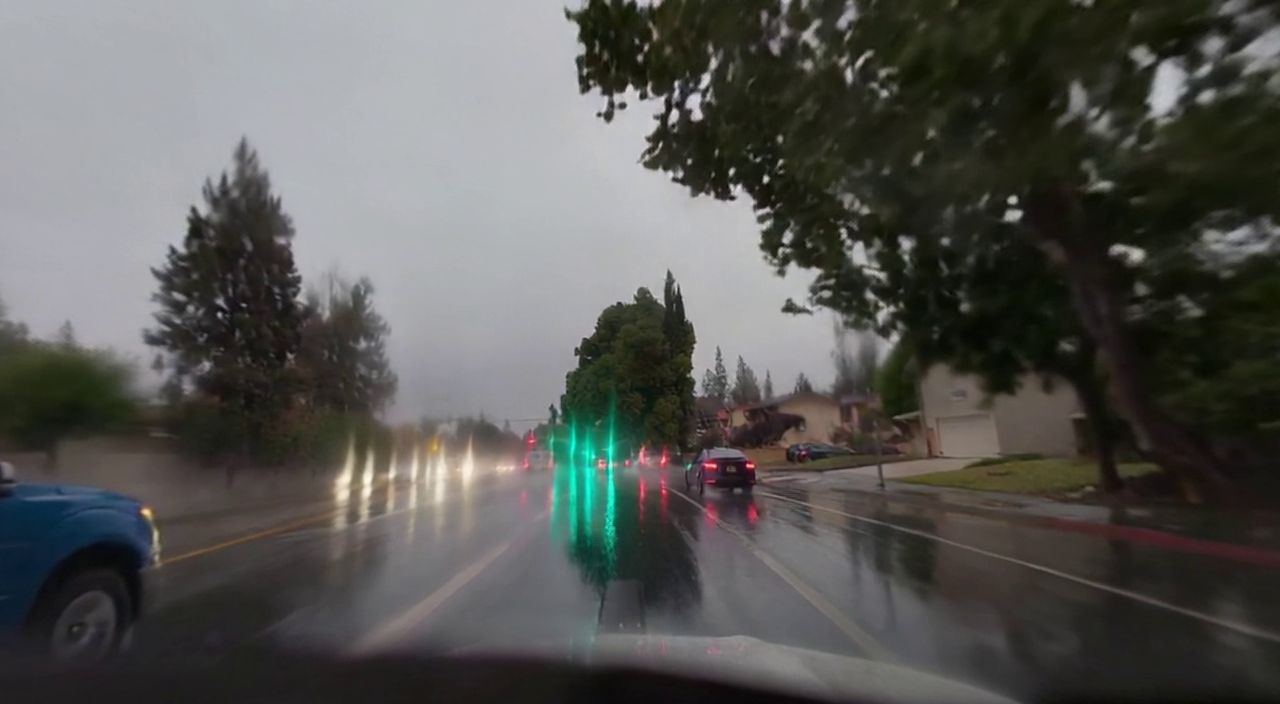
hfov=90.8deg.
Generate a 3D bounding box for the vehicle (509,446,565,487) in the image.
[{"bbox_3d":[-4.880,5.481,30.623,2.218,1.829,4.492,0,-8,-3],"label":"vehicle"}]

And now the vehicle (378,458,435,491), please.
[{"bbox_3d":[-13.565,7.109,36.991,2.017,1.691,4.351,0,-8,-5],"label":"vehicle"}]

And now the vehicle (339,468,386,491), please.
[{"bbox_3d":[-21.866,10.050,49.935,1.951,1.480,4.691,0,-8,-5],"label":"vehicle"}]

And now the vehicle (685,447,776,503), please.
[{"bbox_3d":[2.574,3.619,19.100,1.884,1.463,4.195,0,-8,-4],"label":"vehicle"}]

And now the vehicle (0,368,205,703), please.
[{"bbox_3d":[-4.035,0.765,1.625,2.111,1.745,5.274,0,-8,-1],"label":"vehicle"}]

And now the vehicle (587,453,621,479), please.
[{"bbox_3d":[-2.403,7.386,41.214,2.030,1.477,4.330,1,-8,-5],"label":"vehicle"}]

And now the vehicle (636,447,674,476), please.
[{"bbox_3d":[0.973,7.498,43.396,2.099,1.845,4.363,1,-9,-6],"label":"vehicle"}]
